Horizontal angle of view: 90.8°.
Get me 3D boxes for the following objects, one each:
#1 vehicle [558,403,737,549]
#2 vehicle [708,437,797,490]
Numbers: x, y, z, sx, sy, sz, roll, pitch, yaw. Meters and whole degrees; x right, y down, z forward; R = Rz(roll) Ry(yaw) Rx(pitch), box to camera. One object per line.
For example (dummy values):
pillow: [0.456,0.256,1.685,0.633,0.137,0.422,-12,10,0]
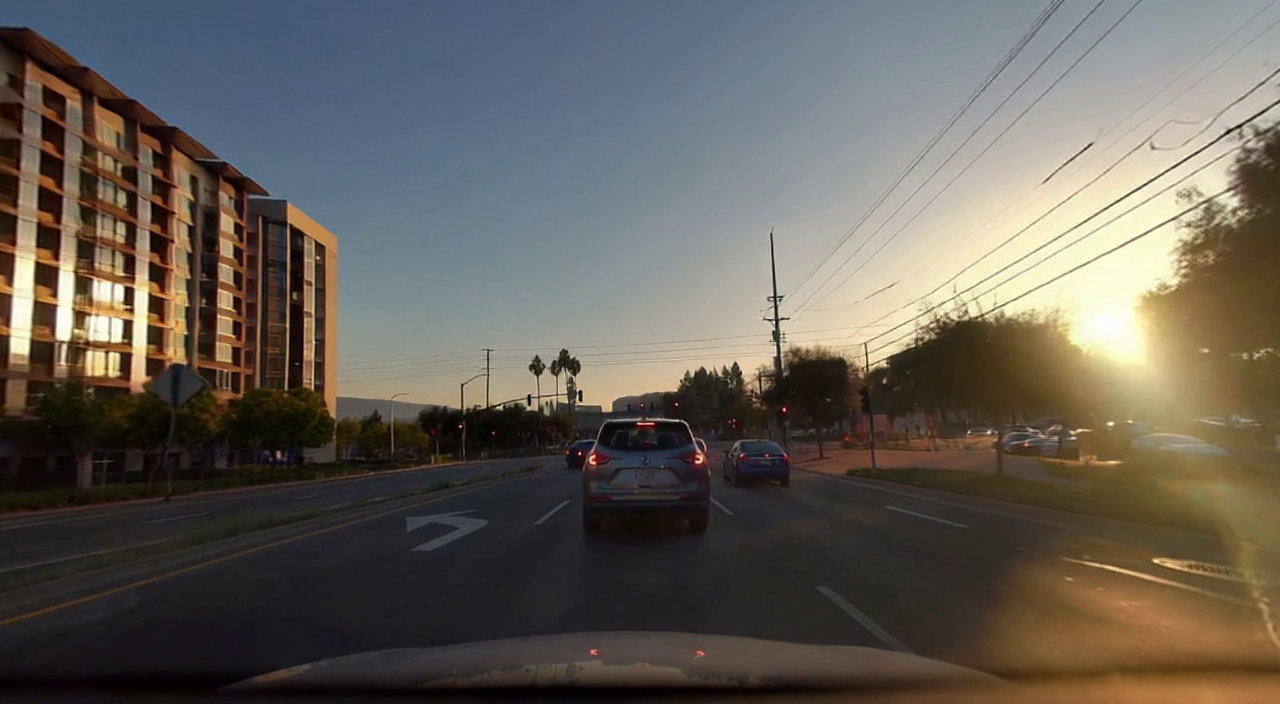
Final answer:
vehicle: [0.096,1.852,10.011,2.189,1.776,4.342,0,-9,0]
vehicle: [3.394,3.481,20.035,1.990,1.482,4.575,0,-9,0]
